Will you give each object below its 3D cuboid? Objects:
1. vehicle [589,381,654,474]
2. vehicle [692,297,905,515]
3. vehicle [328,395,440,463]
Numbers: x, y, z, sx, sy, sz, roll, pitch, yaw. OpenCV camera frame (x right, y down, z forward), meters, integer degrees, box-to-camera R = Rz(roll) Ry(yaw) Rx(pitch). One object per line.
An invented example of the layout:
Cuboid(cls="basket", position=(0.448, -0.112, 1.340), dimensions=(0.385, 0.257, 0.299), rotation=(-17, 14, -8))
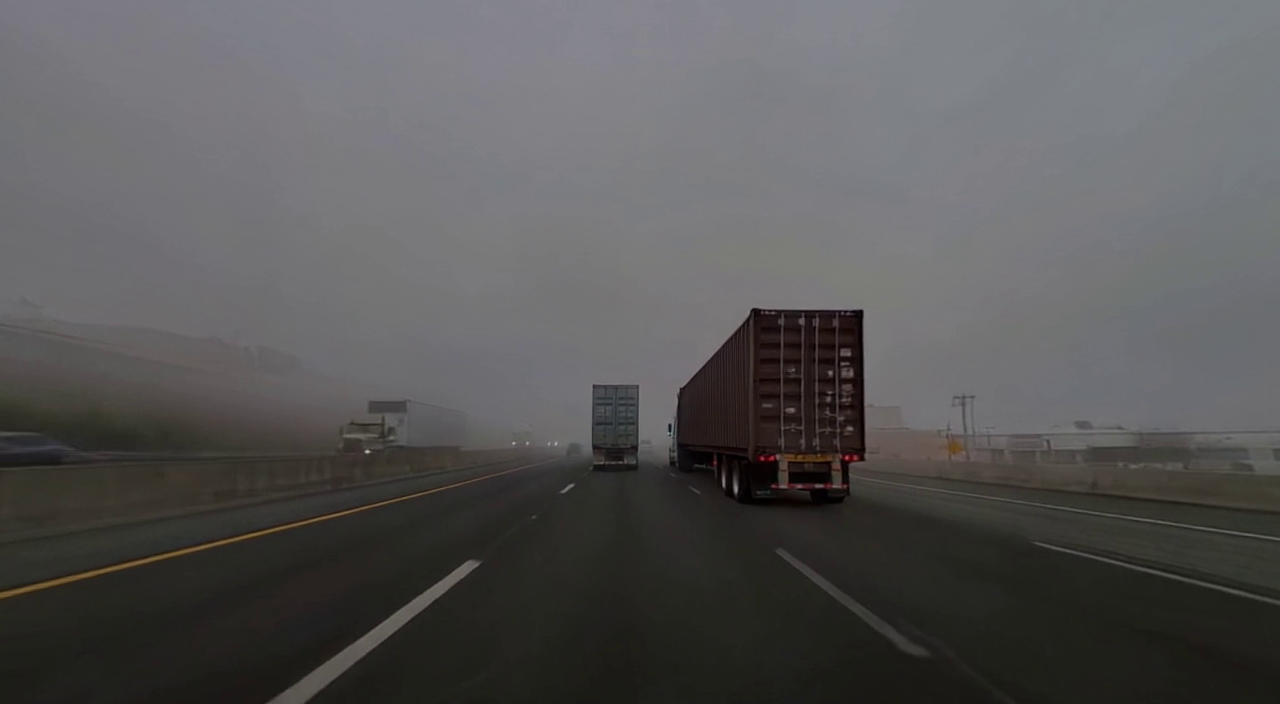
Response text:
Cuboid(cls="vehicle", position=(-0.808, 4.210, 33.936), dimensions=(2.841, 4.071, 12.046), rotation=(-1, -9, 0))
Cuboid(cls="vehicle", position=(3.450, 1.906, 18.215), dimensions=(2.803, 4.072, 12.744), rotation=(0, -9, 0))
Cuboid(cls="vehicle", position=(-17.291, 5.579, 44.261), dimensions=(2.829, 4.021, 13.010), rotation=(0, -9, -2))
